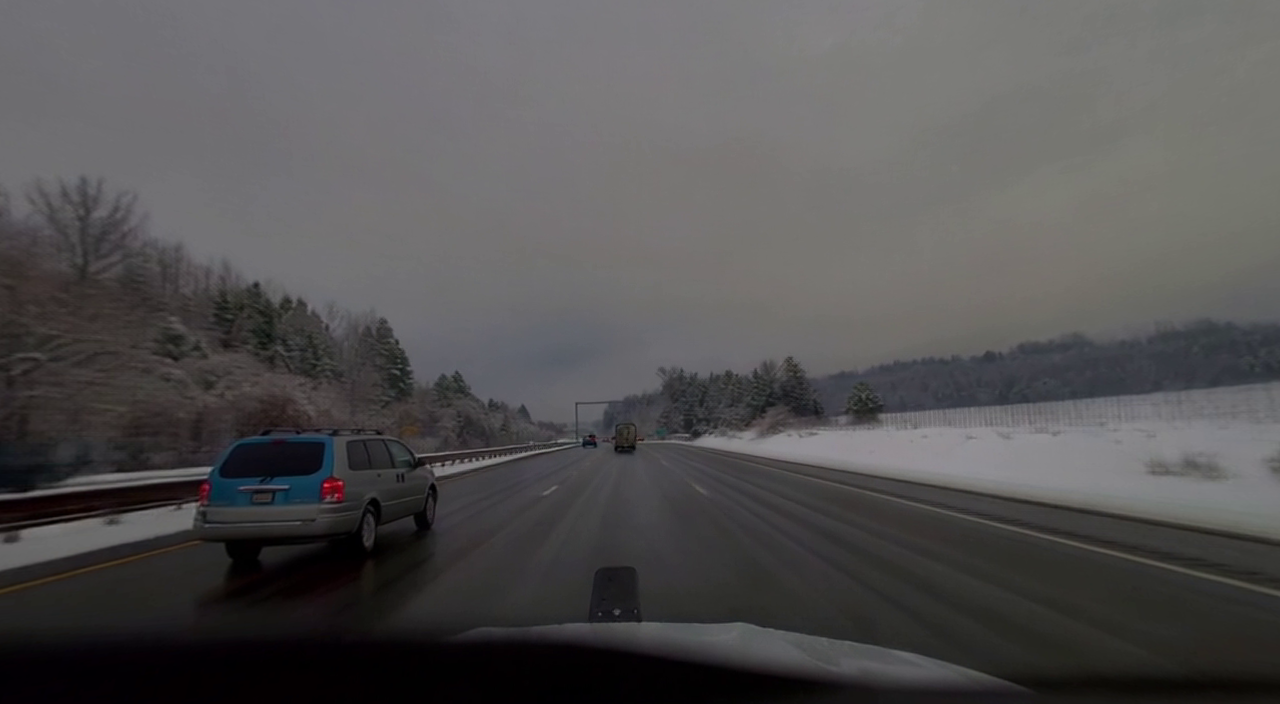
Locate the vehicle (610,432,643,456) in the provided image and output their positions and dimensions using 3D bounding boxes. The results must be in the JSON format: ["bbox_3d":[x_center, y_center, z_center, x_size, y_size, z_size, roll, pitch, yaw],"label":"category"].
[{"bbox_3d":[-0.923,6.502,44.539,2.162,1.616,4.242,0,-8,0],"label":"vehicle"}]

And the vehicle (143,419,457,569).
[{"bbox_3d":[-4.012,1.702,8.422,1.931,1.483,4.105,0,-8,-1],"label":"vehicle"}]
